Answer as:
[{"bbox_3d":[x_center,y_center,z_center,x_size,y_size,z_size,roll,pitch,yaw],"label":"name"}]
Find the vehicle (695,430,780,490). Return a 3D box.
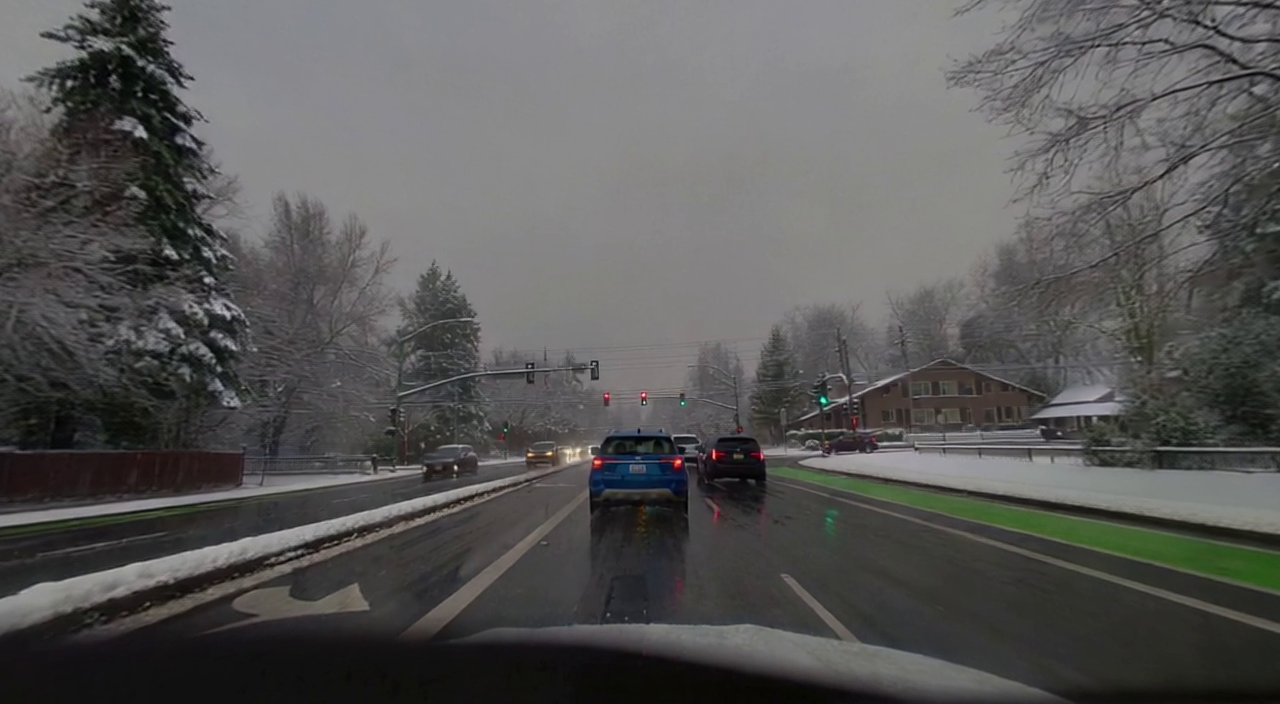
[{"bbox_3d":[3.213,3.664,21.754,2.189,1.815,4.495,0,-8,0],"label":"vehicle"}]

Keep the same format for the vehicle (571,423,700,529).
[{"bbox_3d":[-0.059,2.345,12.424,2.109,1.730,3.963,0,-8,0],"label":"vehicle"}]

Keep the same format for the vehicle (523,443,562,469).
[{"bbox_3d":[-6.887,7.339,44.845,2.005,1.729,4.293,0,-8,1],"label":"vehicle"}]

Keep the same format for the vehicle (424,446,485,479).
[{"bbox_3d":[-9.994,5.967,34.352,1.886,1.666,4.575,0,-8,1],"label":"vehicle"}]
